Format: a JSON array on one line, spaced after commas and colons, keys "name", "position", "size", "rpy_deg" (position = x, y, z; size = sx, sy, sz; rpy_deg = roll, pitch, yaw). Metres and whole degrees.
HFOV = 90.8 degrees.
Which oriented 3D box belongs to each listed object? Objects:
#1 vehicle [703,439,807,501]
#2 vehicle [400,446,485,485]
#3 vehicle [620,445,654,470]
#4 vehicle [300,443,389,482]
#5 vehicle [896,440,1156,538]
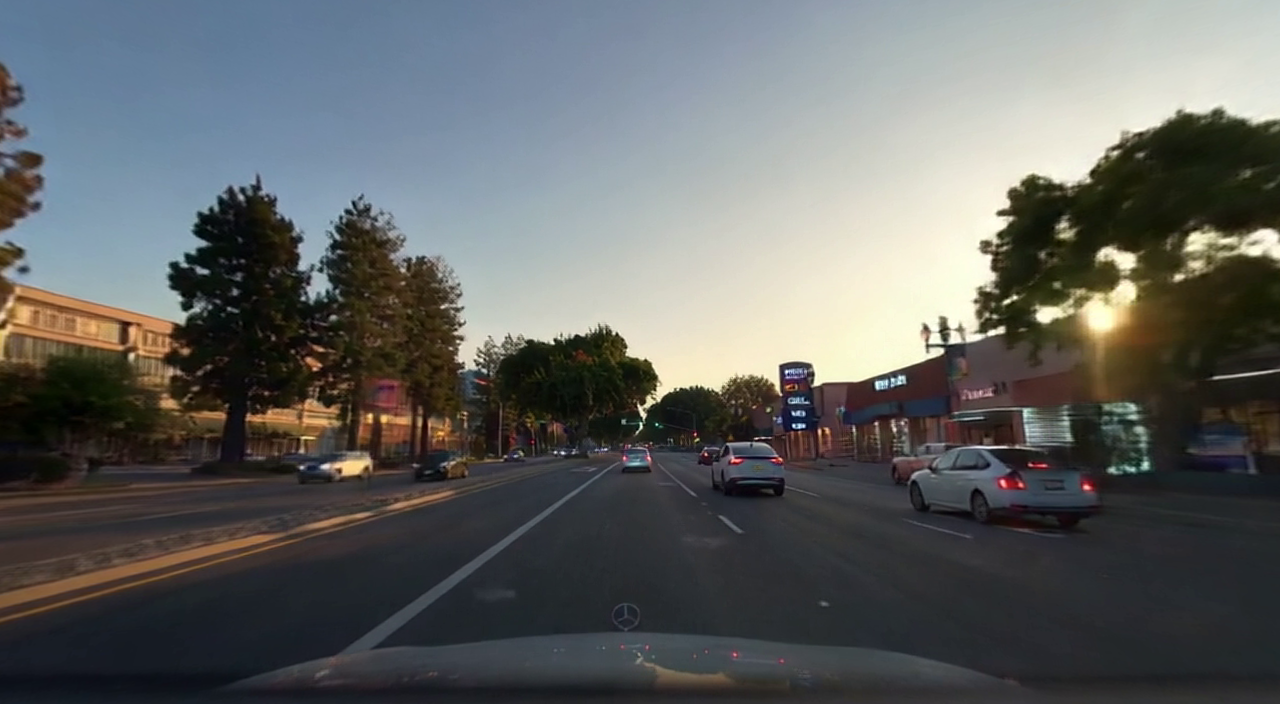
[{"name": "vehicle", "position": [3.134, 3.314, 18.282], "size": [2.072, 1.545, 4.578], "rpy_deg": [0, -8, -1]}, {"name": "vehicle", "position": [-8.307, 4.777, 27.048], "size": [2.050, 1.499, 4.816], "rpy_deg": [0, -8, 1]}, {"name": "vehicle", "position": [-0.158, 6.771, 40.698], "size": [2.052, 1.461, 4.324], "rpy_deg": [0, -8, 0]}, {"name": "vehicle", "position": [-15.421, 5.762, 33.350], "size": [2.060, 1.831, 5.414], "rpy_deg": [0, -8, 0]}, {"name": "vehicle", "position": [6.735, 2.396, 11.814], "size": [1.952, 1.449, 4.544], "rpy_deg": [0, -8, -1]}]
